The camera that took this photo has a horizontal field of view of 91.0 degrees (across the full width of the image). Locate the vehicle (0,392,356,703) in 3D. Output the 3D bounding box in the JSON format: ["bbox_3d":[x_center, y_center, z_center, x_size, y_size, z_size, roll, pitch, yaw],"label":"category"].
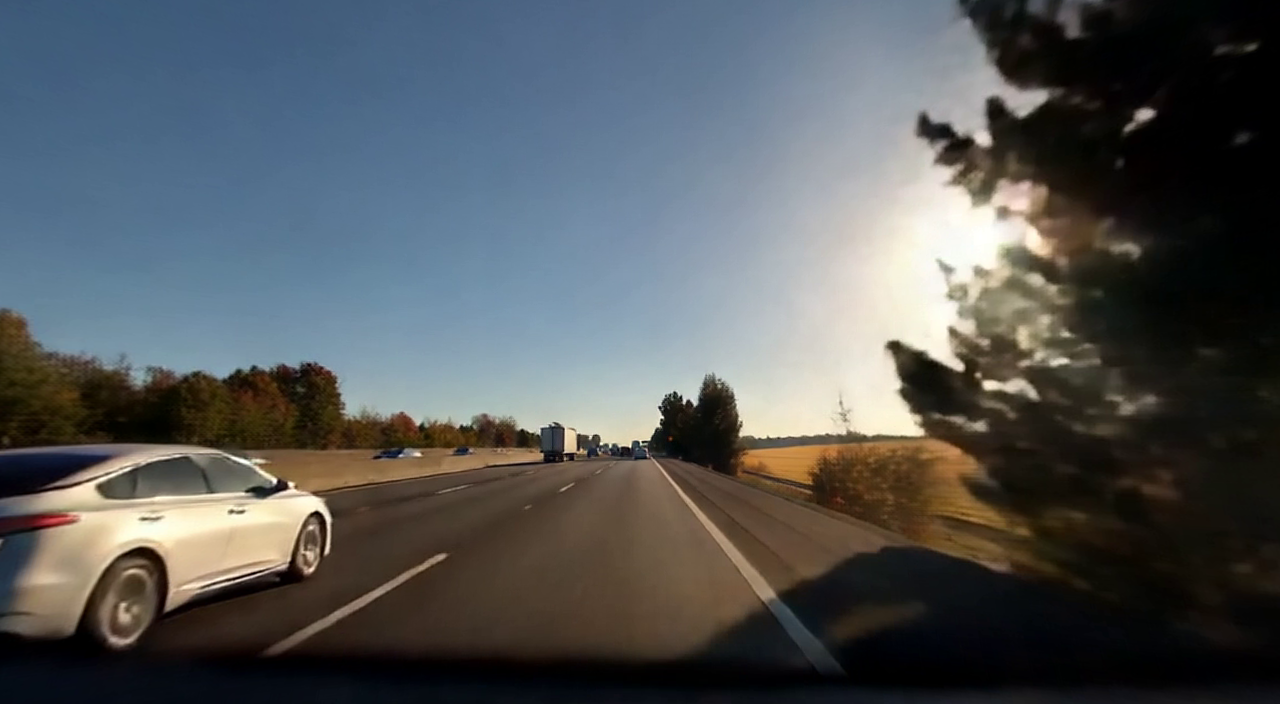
[{"bbox_3d":[-3.875,1.120,3.807,2.028,1.553,4.820,0,-9,0],"label":"vehicle"}]
